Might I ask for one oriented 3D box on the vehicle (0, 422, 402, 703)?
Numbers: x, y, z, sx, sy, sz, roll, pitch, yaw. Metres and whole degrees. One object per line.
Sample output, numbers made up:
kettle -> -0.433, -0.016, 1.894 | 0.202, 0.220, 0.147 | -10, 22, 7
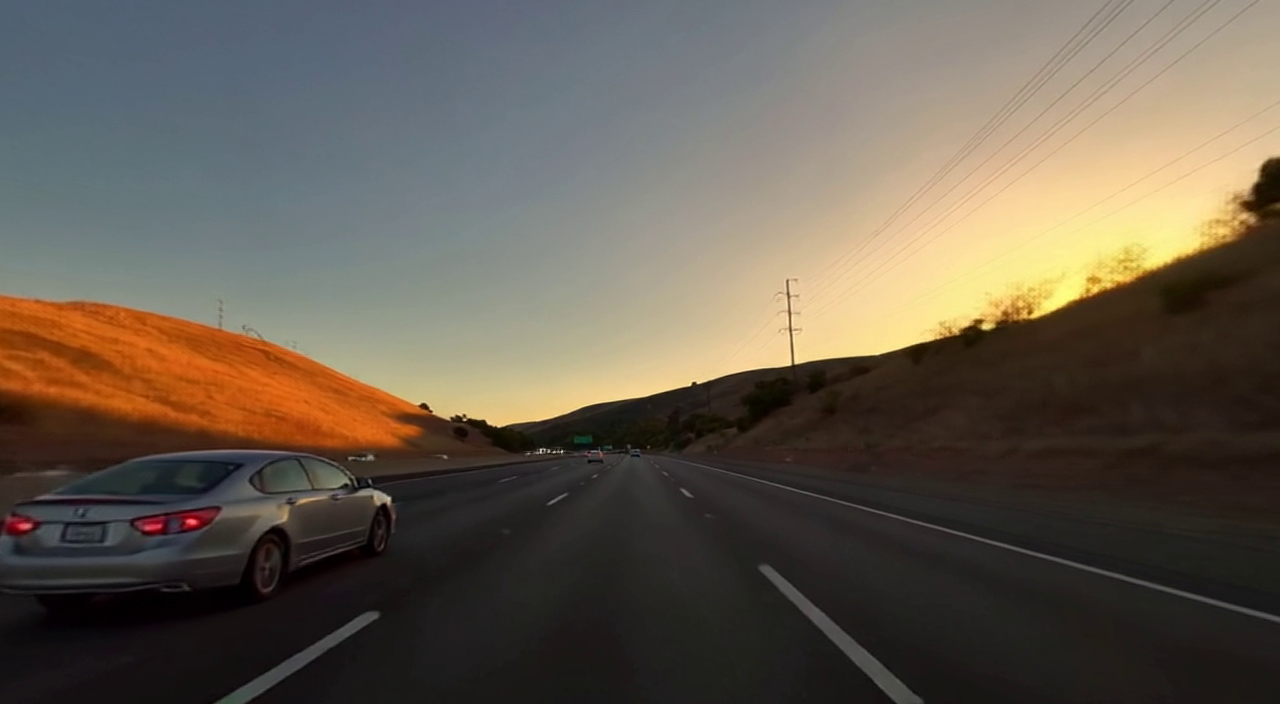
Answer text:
vehicle -> -4.102, 1.470, 5.550 | 2.064, 1.489, 4.966 | 0, -9, 0
